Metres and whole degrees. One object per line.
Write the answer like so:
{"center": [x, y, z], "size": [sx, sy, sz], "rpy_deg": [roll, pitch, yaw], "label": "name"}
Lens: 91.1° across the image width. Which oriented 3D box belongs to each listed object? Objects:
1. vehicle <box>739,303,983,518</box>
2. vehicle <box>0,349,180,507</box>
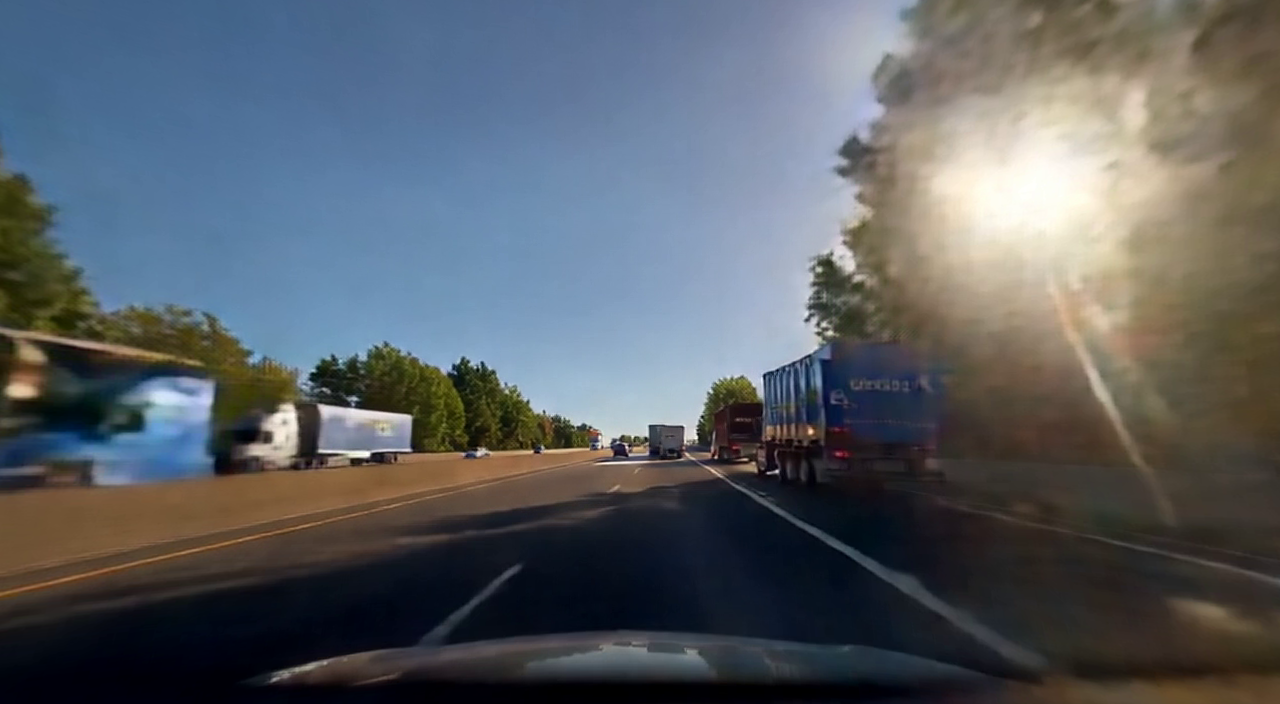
{"center": [4.732, 1.678, 16.346], "size": [2.920, 3.860, 10.035], "rpy_deg": [0, -8, 2], "label": "vehicle"}
{"center": [-15.893, 1.995, 16.219], "size": [3.037, 3.540, 6.335], "rpy_deg": [0, -8, 1], "label": "vehicle"}
